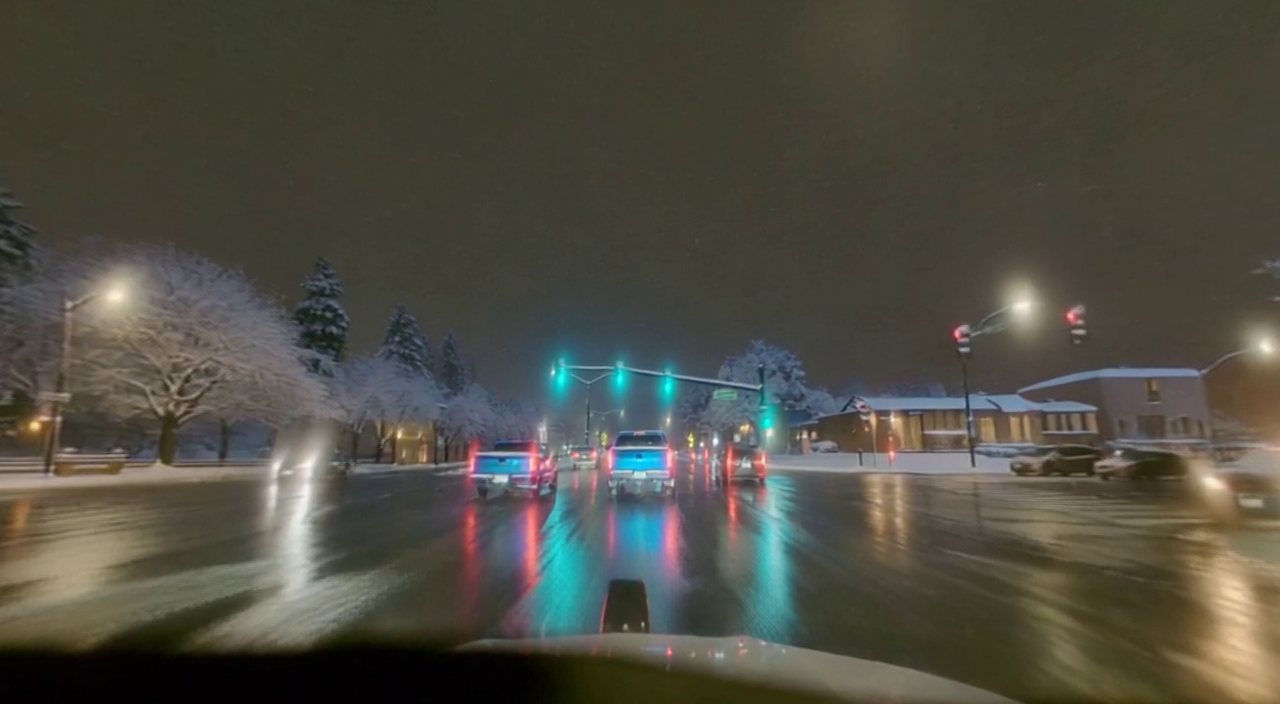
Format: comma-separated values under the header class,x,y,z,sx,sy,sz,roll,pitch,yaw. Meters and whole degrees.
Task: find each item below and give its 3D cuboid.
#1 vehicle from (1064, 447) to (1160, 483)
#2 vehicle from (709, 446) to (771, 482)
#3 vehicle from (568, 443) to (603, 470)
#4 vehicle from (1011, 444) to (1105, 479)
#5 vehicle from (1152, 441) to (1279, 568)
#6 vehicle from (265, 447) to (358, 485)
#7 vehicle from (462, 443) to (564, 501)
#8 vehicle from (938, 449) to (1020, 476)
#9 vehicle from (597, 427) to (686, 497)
class,x,y,z,sx,sy,sz,roll,pitch,yaw
vehicle,23.674,5.600,31.578,4.705,1.675,1.890,4,-9,-28
vehicle,4.360,4.929,28.141,1.968,1.472,4.456,0,-8,-1
vehicle,-3.614,7.029,42.686,2.018,1.700,4.142,0,-8,0
vehicle,23.103,6.009,34.817,4.786,1.777,2.248,4,-10,-28
vehicle,10.980,2.436,10.703,2.126,1.820,4.521,-3,-9,21
vehicle,-15.889,5.490,30.789,2.012,1.674,4.522,0,-8,1
vehicle,-3.534,3.408,18.434,1.986,1.465,4.509,0,-8,1
vehicle,19.944,6.462,37.044,4.417,1.492,1.943,4,-9,-26
vehicle,0.054,3.459,20.226,2.493,1.934,4.957,0,-8,0
